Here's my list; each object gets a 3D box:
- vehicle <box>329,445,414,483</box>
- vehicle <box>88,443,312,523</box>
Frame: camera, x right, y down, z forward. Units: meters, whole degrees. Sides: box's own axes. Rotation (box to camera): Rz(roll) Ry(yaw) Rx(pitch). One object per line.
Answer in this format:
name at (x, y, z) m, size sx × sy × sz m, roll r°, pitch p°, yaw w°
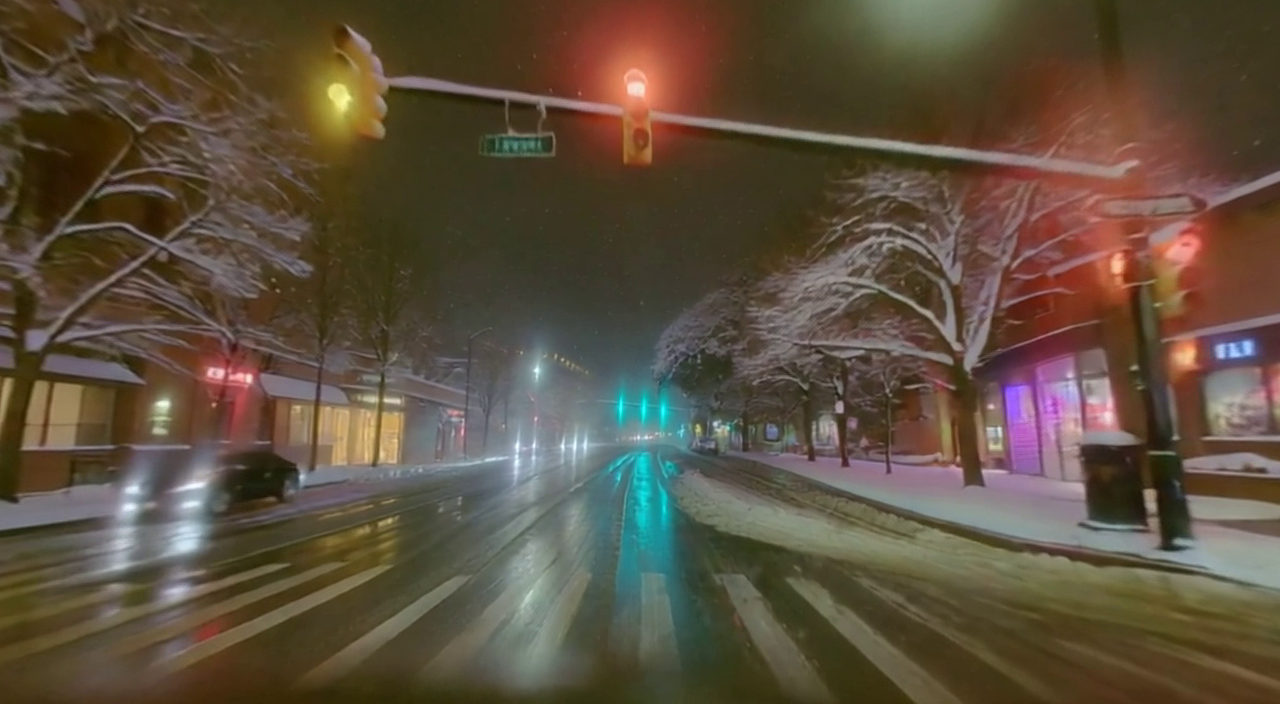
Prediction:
vehicle at (-12.057, 5.044, 28.610) m, size 1.960 × 1.554 × 4.050 m, roll 0°, pitch -8°, yaw 1°
vehicle at (-9.263, 2.744, 13.794) m, size 1.913 × 1.457 × 4.048 m, roll 0°, pitch -8°, yaw 1°
